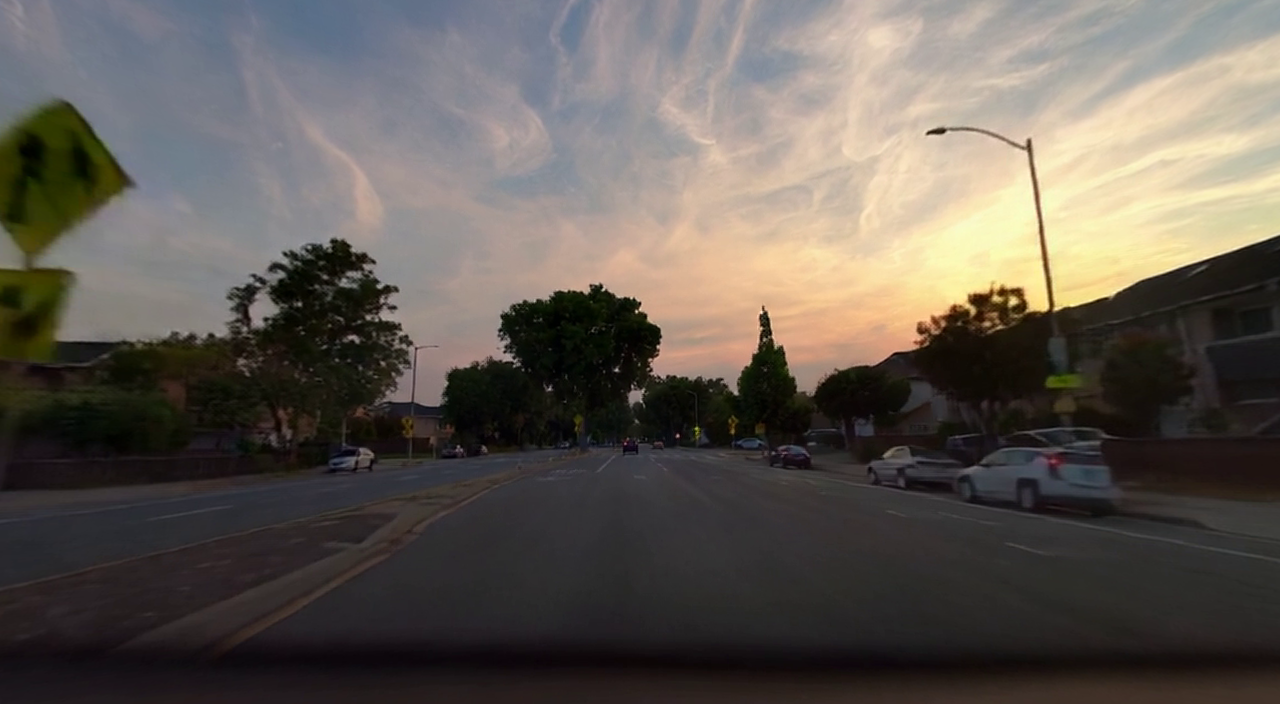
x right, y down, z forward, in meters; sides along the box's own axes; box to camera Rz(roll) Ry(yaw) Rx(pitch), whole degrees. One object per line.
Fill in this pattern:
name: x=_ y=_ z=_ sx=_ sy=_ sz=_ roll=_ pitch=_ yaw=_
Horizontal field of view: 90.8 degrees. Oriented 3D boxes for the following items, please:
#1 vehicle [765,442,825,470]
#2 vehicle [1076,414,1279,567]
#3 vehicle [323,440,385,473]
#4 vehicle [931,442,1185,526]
vehicle: x=8.496 y=5.733 z=35.019 sx=1.925 sy=1.454 sz=4.493 roll=1 pitch=-8 yaw=-4
vehicle: x=8.747 y=1.798 z=8.512 sx=2.100 sy=1.821 sz=4.991 roll=0 pitch=-8 yaw=-1
vehicle: x=-18.548 y=6.747 z=41.199 sx=1.994 sy=1.874 sz=4.502 roll=-3 pitch=-8 yaw=-1
vehicle: x=8.486 y=2.674 z=13.570 sx=1.992 sy=1.455 sz=4.829 roll=1 pitch=-8 yaw=-3
